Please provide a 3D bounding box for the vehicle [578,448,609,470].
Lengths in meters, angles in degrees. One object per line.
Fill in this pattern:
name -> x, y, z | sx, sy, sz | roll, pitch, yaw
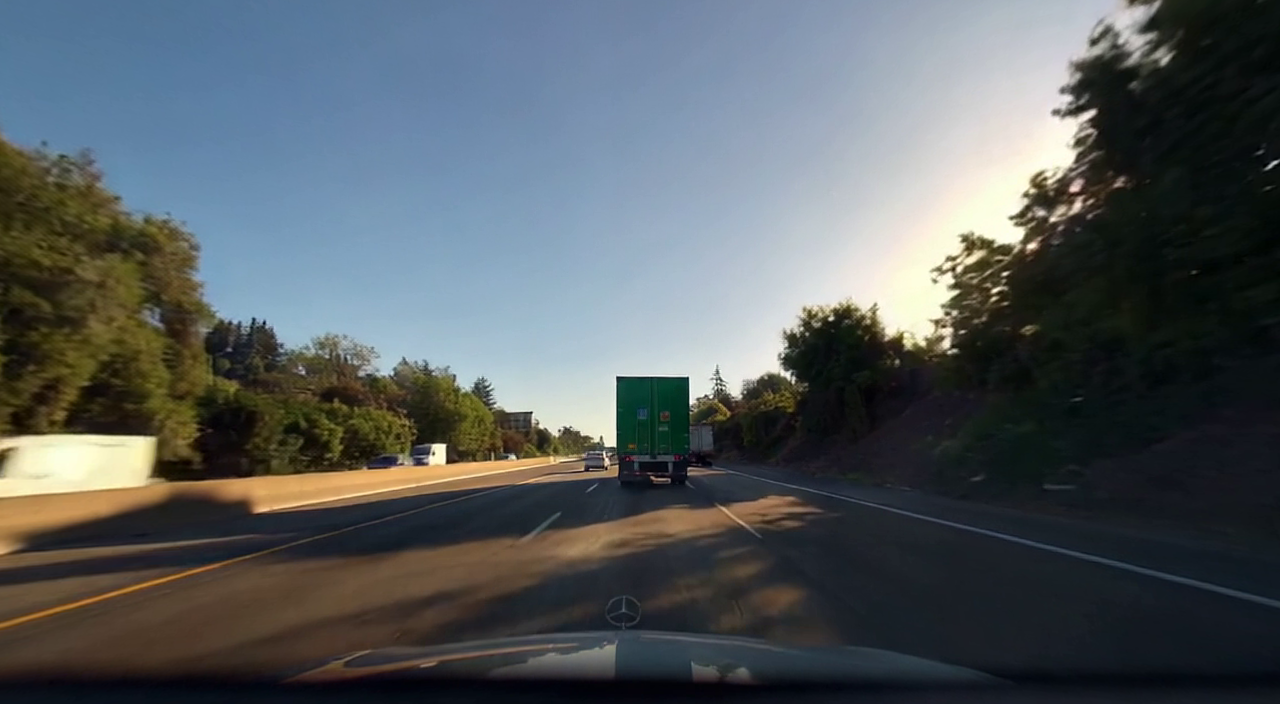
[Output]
vehicle -> -3.440, 8.026, 47.558 | 2.012, 1.520, 4.227 | 0, -9, 0

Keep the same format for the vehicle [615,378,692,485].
vehicle -> 0.537, 3.883, 29.718 | 2.932, 4.042, 11.054 | 0, -9, 0

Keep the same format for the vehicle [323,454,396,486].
vehicle -> -15.040, 6.317, 34.098 | 2.065, 1.554, 3.966 | 0, -9, 0
